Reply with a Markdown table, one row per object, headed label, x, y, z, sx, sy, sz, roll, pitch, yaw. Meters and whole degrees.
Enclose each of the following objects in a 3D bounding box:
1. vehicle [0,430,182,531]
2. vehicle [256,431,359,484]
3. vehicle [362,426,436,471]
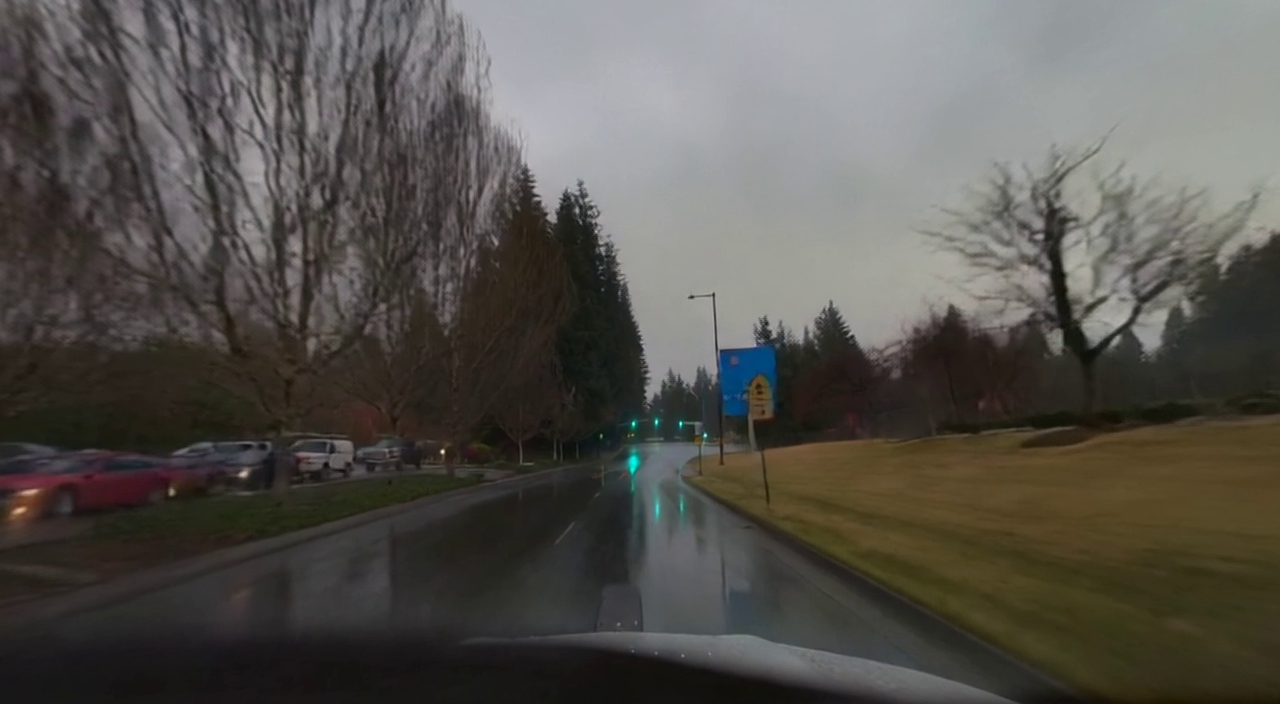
| label | x | y | z | sx | sy | sz | roll | pitch | yaw |
| --- | --- | --- | --- | --- | --- | --- | --- | --- | --- |
| vehicle | -14.628 | 3.178 | 16.251 | 2.266 | 2.117 | 6.049 | 1 | -9 | -14 |
| vehicle | -18.063 | 5.750 | 34.655 | 2.327 | 2.595 | 6.045 | -1 | -9 | 0 |
| vehicle | -18.312 | 7.410 | 48.274 | 2.739 | 3.171 | 7.030 | 0 | -9 | 1 |
